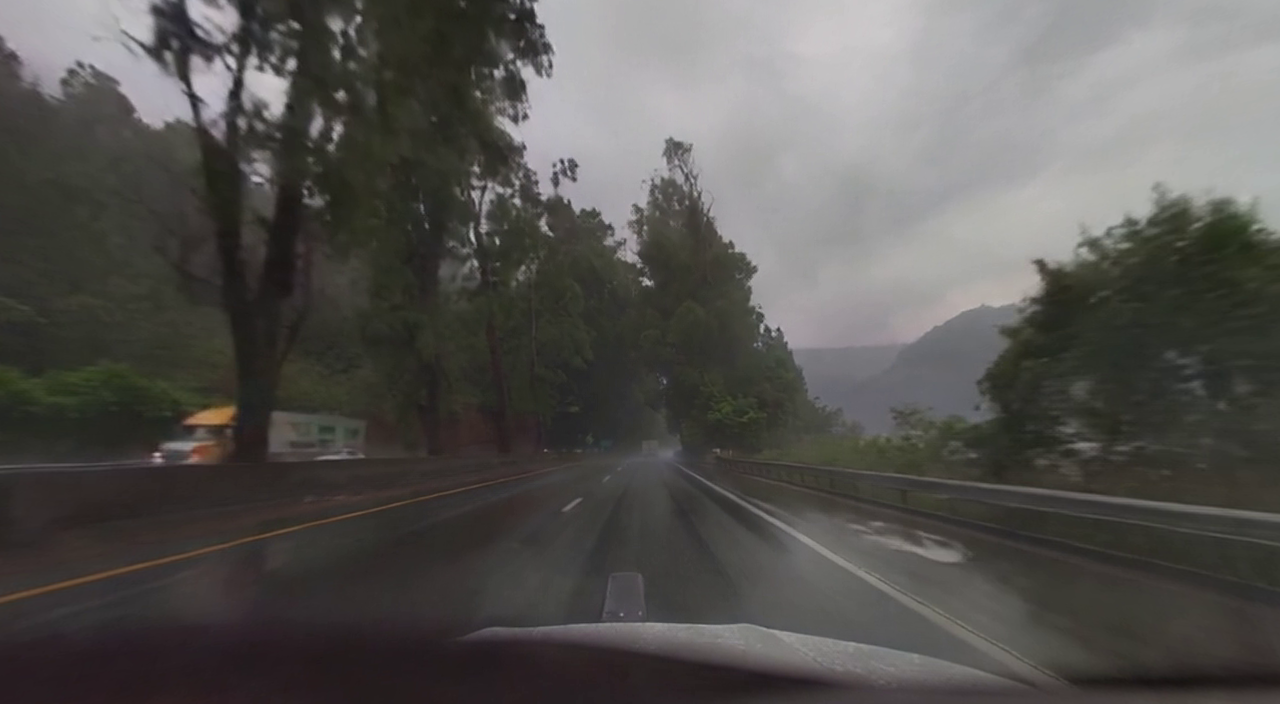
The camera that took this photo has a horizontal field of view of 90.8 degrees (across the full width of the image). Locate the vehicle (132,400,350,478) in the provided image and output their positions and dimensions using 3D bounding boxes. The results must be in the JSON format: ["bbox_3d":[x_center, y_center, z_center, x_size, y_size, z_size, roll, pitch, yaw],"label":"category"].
[{"bbox_3d":[-24.371,5.803,40.949,2.831,3.977,17.130,0,-9,1],"label":"vehicle"}]
